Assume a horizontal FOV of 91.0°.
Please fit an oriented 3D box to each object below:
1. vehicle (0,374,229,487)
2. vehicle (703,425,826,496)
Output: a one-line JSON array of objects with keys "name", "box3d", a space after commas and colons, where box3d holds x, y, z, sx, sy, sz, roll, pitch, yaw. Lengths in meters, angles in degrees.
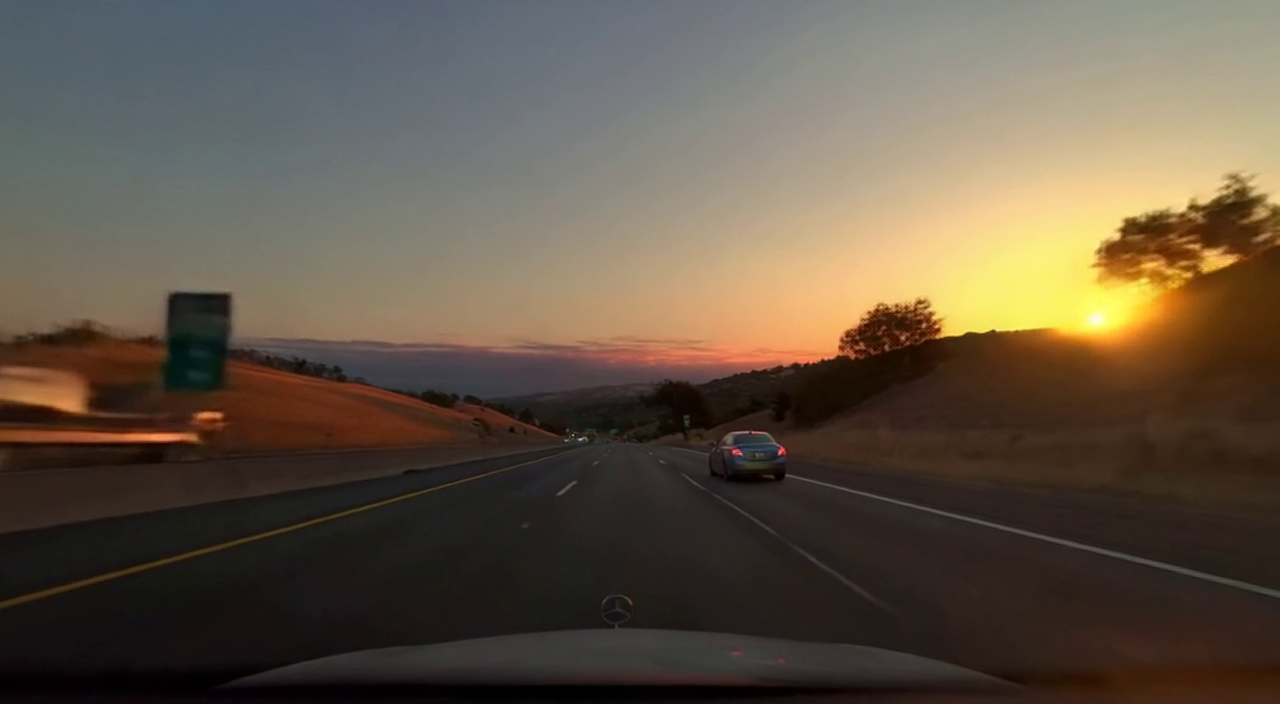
[{"name": "vehicle", "box3d": [-20.612, 3.193, 25.116, 2.807, 3.733, 8.204, 0, -8, -1]}, {"name": "vehicle", "box3d": [3.199, 2.896, 17.157, 2.349, 1.651, 4.161, 0, -8, -2]}]
